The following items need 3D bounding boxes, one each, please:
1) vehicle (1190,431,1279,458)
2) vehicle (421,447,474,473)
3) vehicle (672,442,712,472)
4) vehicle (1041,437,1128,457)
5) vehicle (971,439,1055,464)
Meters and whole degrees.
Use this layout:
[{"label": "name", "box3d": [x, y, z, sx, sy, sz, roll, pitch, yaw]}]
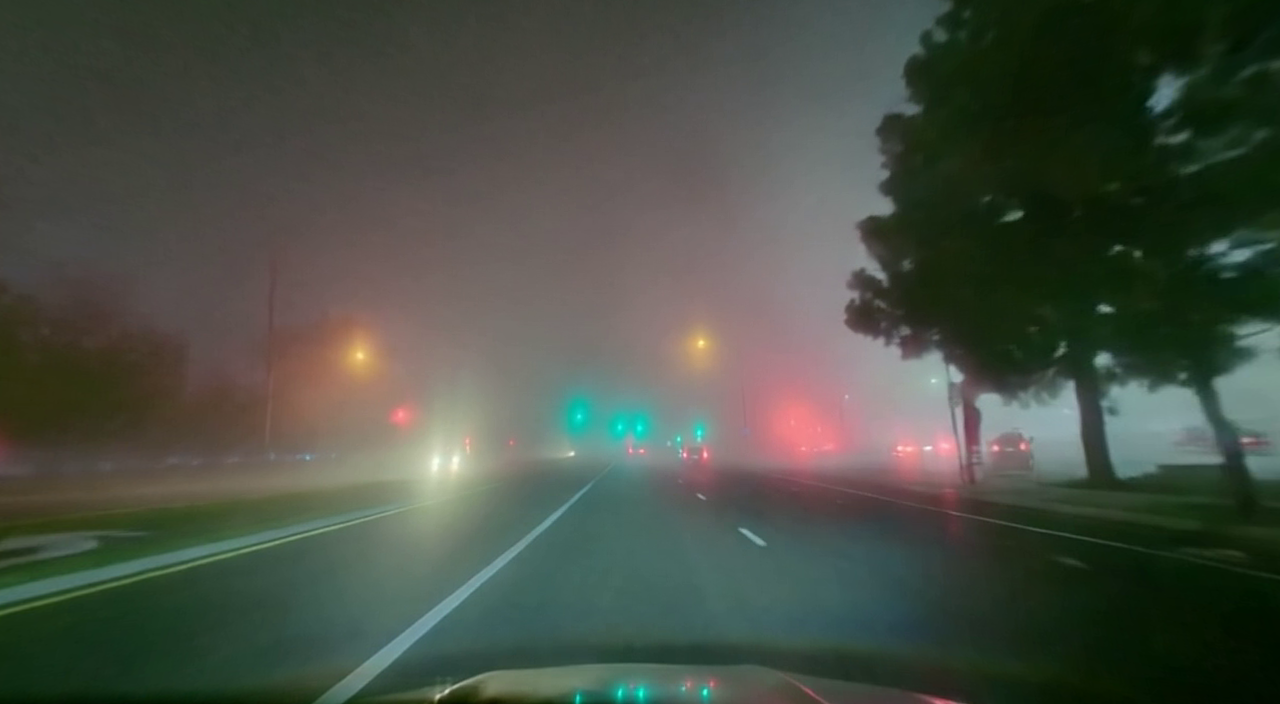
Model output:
[{"label": "vehicle", "box3d": [34.377, 5.254, 35.779, 4.468, 1.455, 1.910, -1, -9, 3]}, {"label": "vehicle", "box3d": [-12.768, 7.191, 42.274, 1.975, 1.638, 4.706, -1, -9, 1]}, {"label": "vehicle", "box3d": [3.218, 6.625, 40.052, 2.069, 1.761, 4.610, 0, -9, -1]}, {"label": "vehicle", "box3d": [34.487, 7.377, 49.081, 4.993, 1.444, 2.237, -1, -9, 2]}, {"label": "vehicle", "box3d": [22.915, 6.108, 38.895, 3.845, 1.471, 2.043, 0, -9, -1]}]
